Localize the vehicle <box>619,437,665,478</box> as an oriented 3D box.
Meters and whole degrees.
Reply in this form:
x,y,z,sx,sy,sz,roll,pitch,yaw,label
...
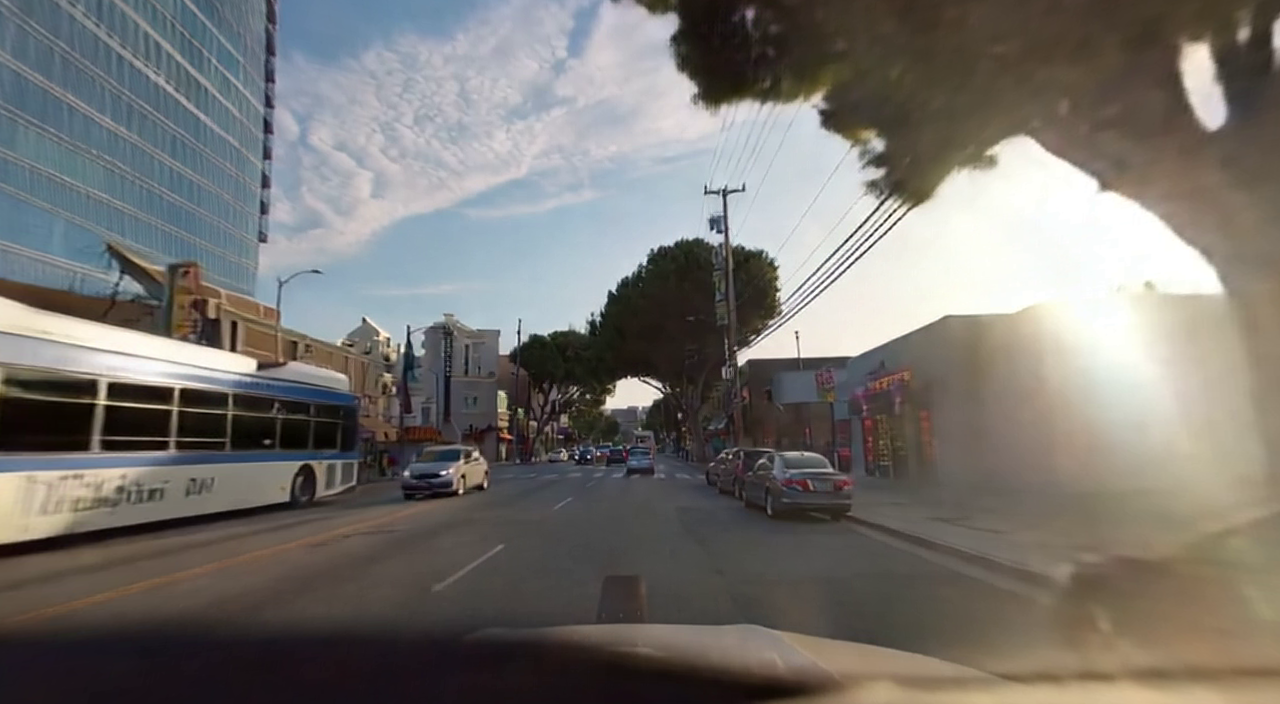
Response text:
x,y,z,sx,sy,sz,roll,pitch,yaw,label
0.141,5.269,31.609,2.127,1.893,4.194,0,-9,1,vehicle

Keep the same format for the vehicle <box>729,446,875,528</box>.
x,y,z,sx,sy,sz,roll,pitch,yaw,label
3.299,2.835,13.902,2.018,1.474,4.524,0,-9,0,vehicle

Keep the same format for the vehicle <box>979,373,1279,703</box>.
x,y,z,sx,sy,sz,roll,pitch,yaw,label
3.237,0.874,2.124,1.878,1.621,4.135,0,-9,0,vehicle

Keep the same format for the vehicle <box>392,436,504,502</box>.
x,y,z,sx,sy,sz,roll,pitch,yaw,label
-5.593,3.457,19.058,2.050,1.763,4.119,0,-9,0,vehicle

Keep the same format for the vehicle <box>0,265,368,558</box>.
x,y,z,sx,sy,sz,roll,pitch,yaw,label
-9.416,1.320,11.302,3.022,3.627,13.129,-1,-9,1,vehicle
